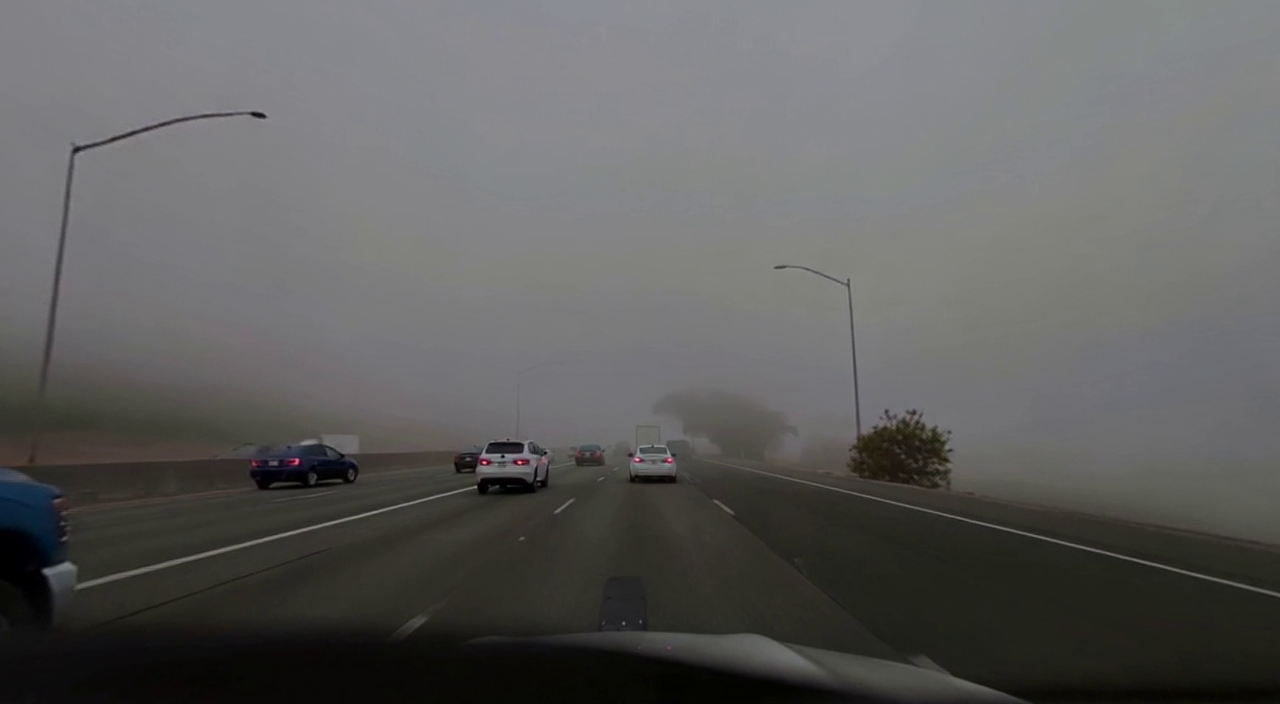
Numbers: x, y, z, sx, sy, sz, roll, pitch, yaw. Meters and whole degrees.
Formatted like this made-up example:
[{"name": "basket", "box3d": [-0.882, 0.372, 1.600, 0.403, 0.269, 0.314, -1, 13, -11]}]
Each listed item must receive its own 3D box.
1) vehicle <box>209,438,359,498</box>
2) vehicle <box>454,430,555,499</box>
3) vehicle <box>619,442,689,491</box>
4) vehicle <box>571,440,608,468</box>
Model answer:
[{"name": "vehicle", "box3d": [-10.581, 3.450, 19.202, 1.941, 1.602, 4.277, 0, -8, 2]}, {"name": "vehicle", "box3d": [-3.743, 3.183, 18.217, 1.903, 1.721, 4.210, 0, -8, 1]}, {"name": "vehicle", "box3d": [0.417, 3.703, 20.780, 2.054, 1.421, 4.090, 0, -8, 0]}, {"name": "vehicle", "box3d": [-3.168, 6.461, 40.175, 1.897, 1.646, 4.049, 0, -8, 1]}]
